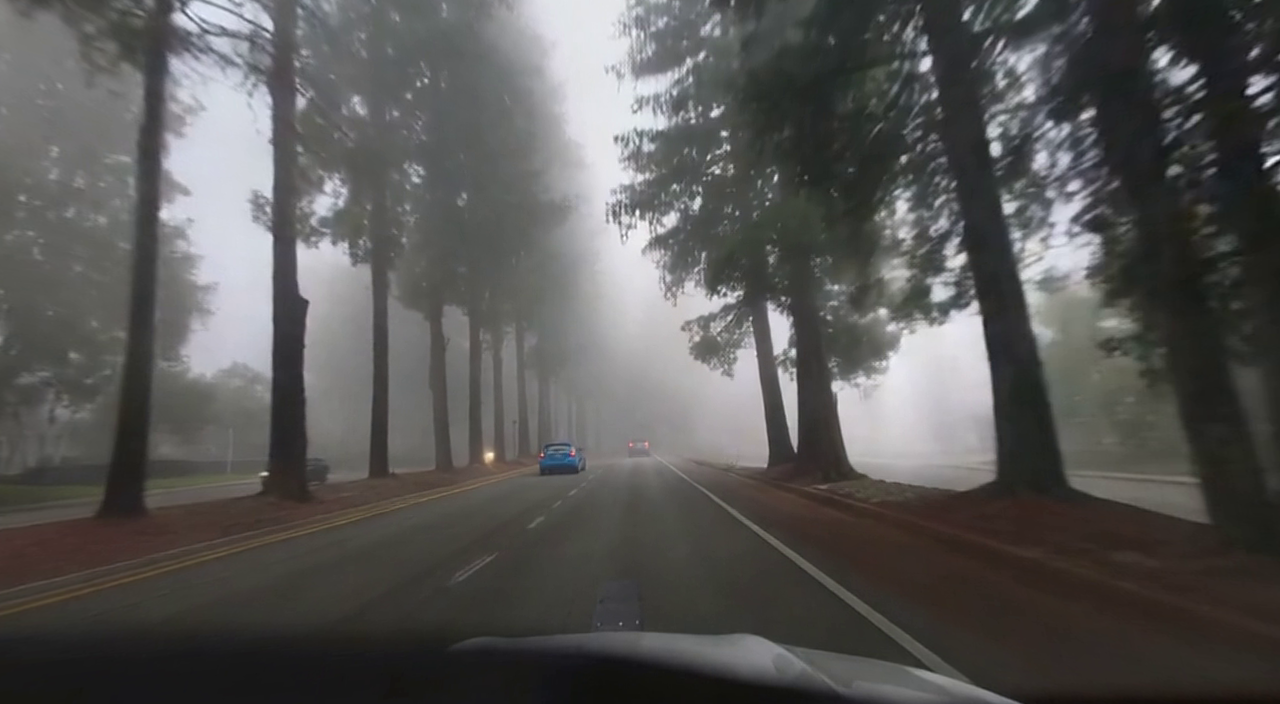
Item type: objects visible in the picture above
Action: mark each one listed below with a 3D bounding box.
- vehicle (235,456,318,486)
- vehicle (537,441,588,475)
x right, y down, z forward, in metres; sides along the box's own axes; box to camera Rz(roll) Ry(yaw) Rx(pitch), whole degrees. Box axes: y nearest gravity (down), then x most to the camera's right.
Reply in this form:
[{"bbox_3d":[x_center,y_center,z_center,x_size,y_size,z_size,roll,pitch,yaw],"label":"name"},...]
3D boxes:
[{"bbox_3d":[-20.323,6.638,35.569,1.819,1.459,4.745,-1,-8,1],"label":"vehicle"},{"bbox_3d":[-3.635,5.045,30.385,1.917,1.448,4.178,-1,-8,0],"label":"vehicle"}]
